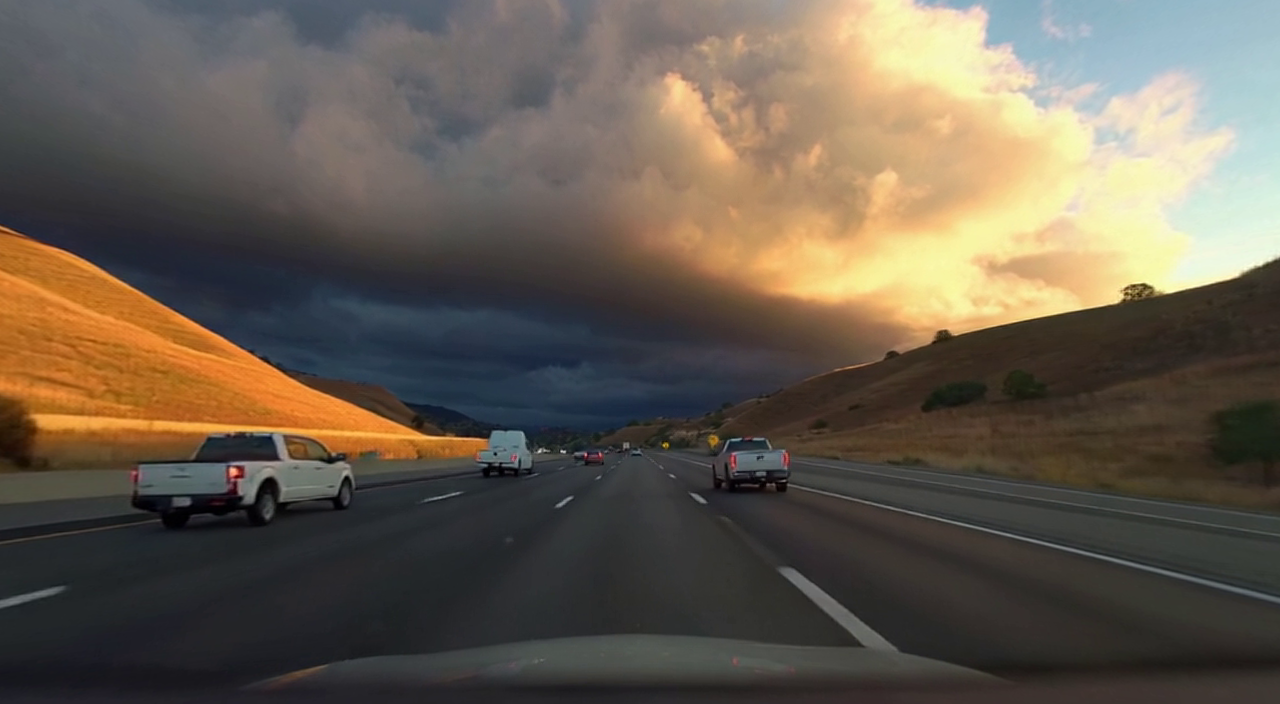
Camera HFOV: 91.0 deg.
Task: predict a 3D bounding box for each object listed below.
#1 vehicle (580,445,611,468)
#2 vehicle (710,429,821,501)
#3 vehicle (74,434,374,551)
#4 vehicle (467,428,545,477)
[{"bbox_3d":[-3.238,7.737,46.642,2.009,1.593,4.378,0,-9,0],"label":"vehicle"},{"bbox_3d":[3.430,3.223,18.285,2.231,1.789,4.700,0,-9,0],"label":"vehicle"},{"bbox_3d":[-6.647,2.276,10.972,1.935,1.550,4.883,0,-9,-1],"label":"vehicle"},{"bbox_3d":[-7.426,5.697,35.850,2.937,2.509,7.090,0,-9,-1],"label":"vehicle"}]
